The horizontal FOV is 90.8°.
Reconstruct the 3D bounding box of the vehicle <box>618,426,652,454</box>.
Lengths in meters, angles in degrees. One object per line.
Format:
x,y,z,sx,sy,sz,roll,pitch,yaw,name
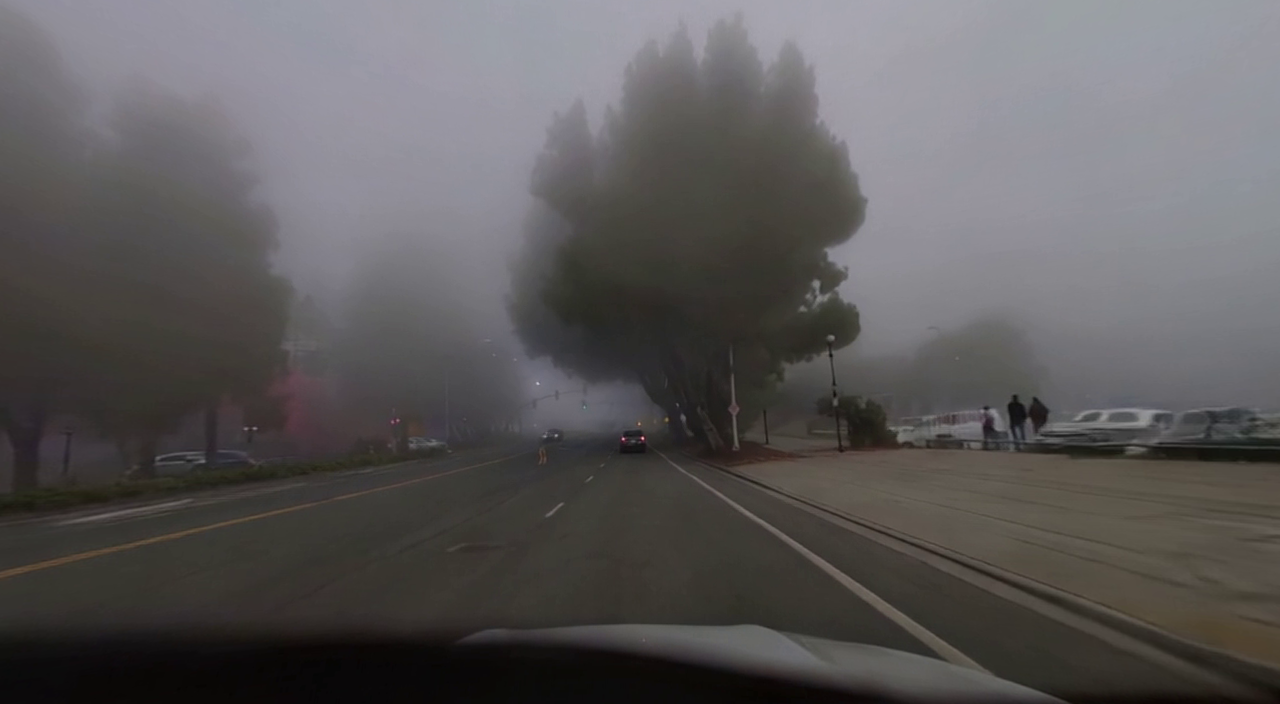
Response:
-0.374,6.097,43.689,2.228,1.790,4.180,0,-8,-1,vehicle

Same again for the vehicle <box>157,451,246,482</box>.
-29.819,7.776,43.029,4.497,1.590,2.029,4,-6,1,vehicle

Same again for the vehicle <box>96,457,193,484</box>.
-29.721,7.105,38.014,3.921,1.526,2.156,1,-8,-6,vehicle
